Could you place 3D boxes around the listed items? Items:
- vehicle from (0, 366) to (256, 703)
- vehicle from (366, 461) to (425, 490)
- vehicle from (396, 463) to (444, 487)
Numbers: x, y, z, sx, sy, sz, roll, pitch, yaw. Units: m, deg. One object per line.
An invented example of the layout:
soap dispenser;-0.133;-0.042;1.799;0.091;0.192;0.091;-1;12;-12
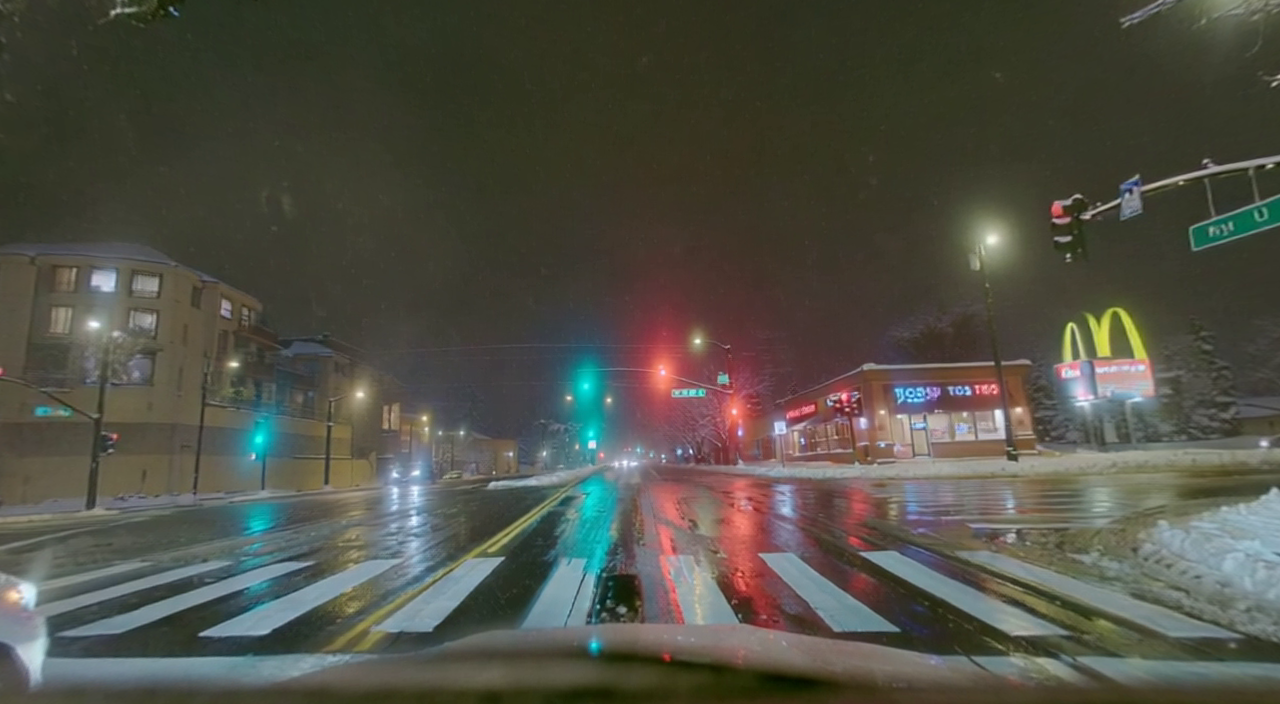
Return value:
vehicle;-3.413;0.747;1.411;2.081;1.644;4.523;0;-9;3
vehicle;-19.213;9.711;49.806;2.227;2.033;5.614;0;-9;2
vehicle;-15.743;8.823;45.360;1.931;1.471;4.152;0;-9;0
